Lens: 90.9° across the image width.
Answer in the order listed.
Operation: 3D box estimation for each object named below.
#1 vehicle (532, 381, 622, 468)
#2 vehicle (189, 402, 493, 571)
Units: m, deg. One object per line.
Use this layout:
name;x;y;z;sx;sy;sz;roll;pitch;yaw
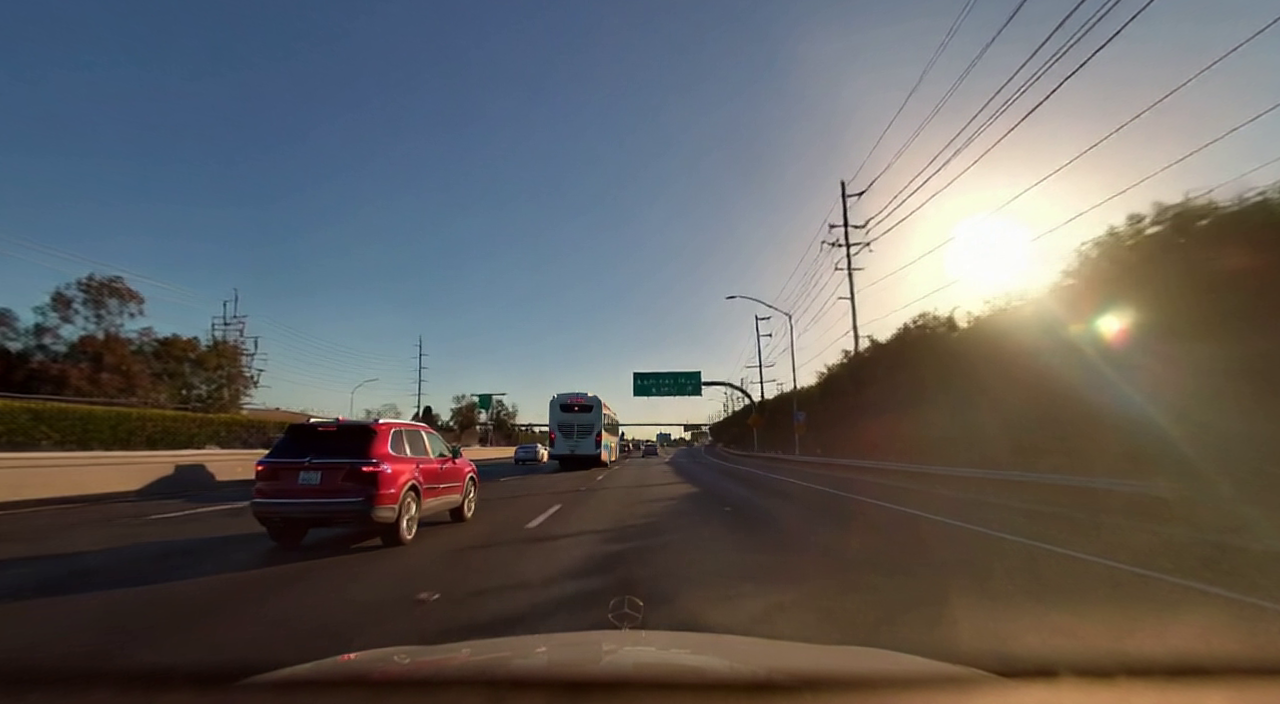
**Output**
vehicle;-2.897;4.097;33.320;3.382;3.712;11.766;1;-9;1
vehicle;-3.592;1.702;8.679;2.021;1.730;4.223;0;-8;1
